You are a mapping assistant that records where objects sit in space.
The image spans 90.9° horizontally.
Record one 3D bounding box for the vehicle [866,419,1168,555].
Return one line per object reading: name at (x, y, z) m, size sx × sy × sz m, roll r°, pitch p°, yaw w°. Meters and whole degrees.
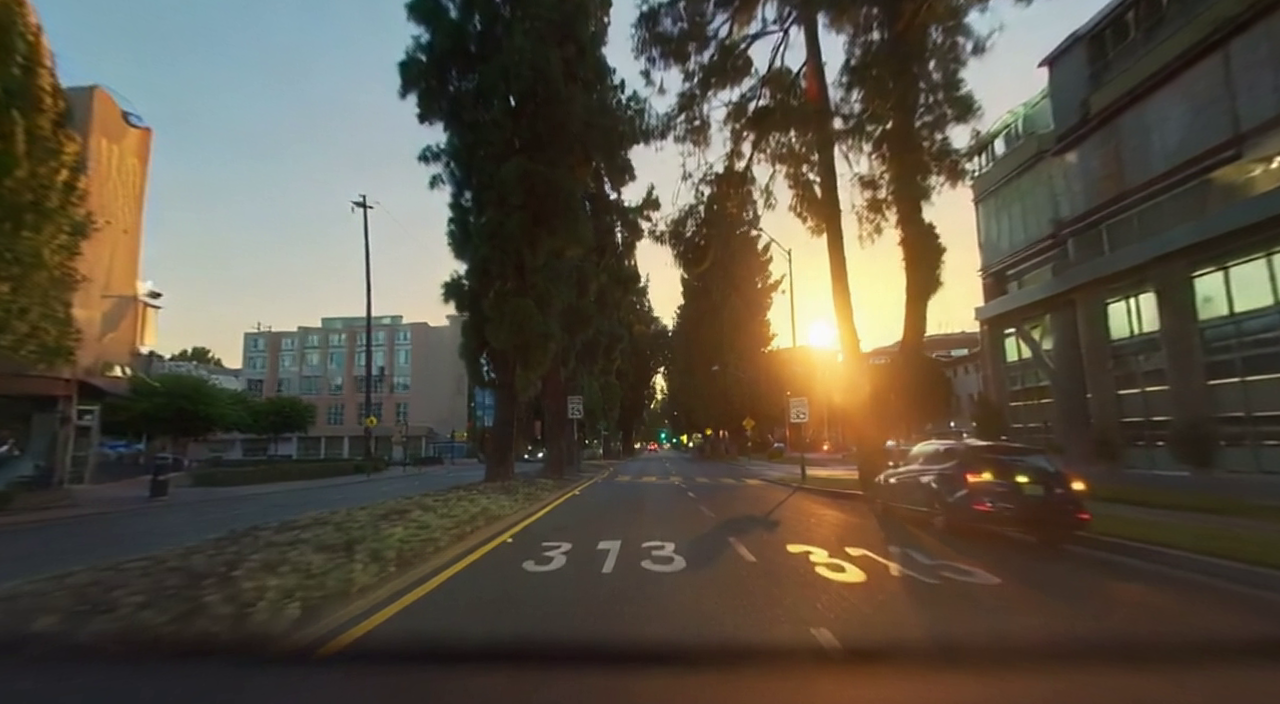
vehicle at (6.071, 2.227, 11.242) m, size 2.104 × 1.826 × 5.301 m, roll 0°, pitch -9°, yaw 0°
